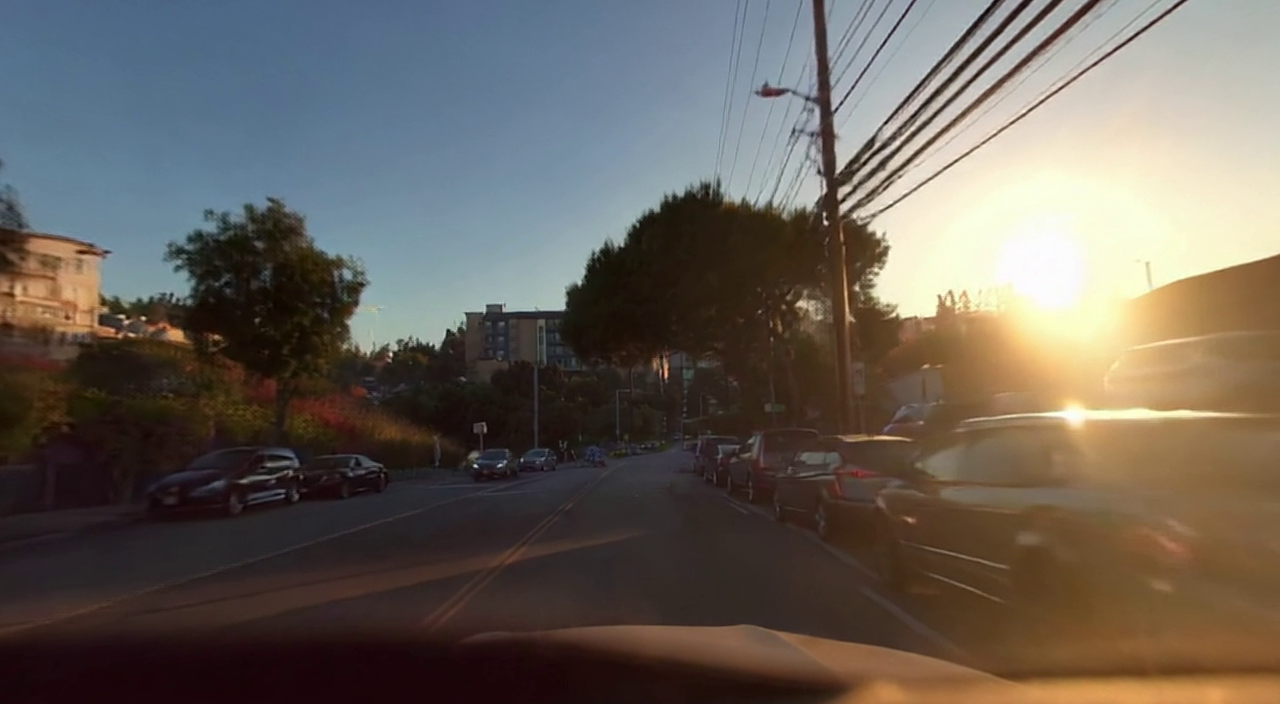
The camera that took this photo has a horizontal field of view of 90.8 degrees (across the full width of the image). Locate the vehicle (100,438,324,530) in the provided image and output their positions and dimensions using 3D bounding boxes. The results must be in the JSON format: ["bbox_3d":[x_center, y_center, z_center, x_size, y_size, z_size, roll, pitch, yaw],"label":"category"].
[{"bbox_3d":[-11.330,3.490,17.377,2.322,2.037,5.030,-3,-9,5],"label":"vehicle"}]

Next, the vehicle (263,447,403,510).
[{"bbox_3d":[-10.737,4.387,22.509,2.134,1.775,4.706,-8,-10,8],"label":"vehicle"}]

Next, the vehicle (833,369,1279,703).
[{"bbox_3d":[3.234,1.202,4.709,2.037,1.622,4.270,0,-9,-3],"label":"vehicle"}]

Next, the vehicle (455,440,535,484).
[{"bbox_3d":[-6.362,4.884,28.324,2.081,1.760,4.598,0,-9,6],"label":"vehicle"}]
